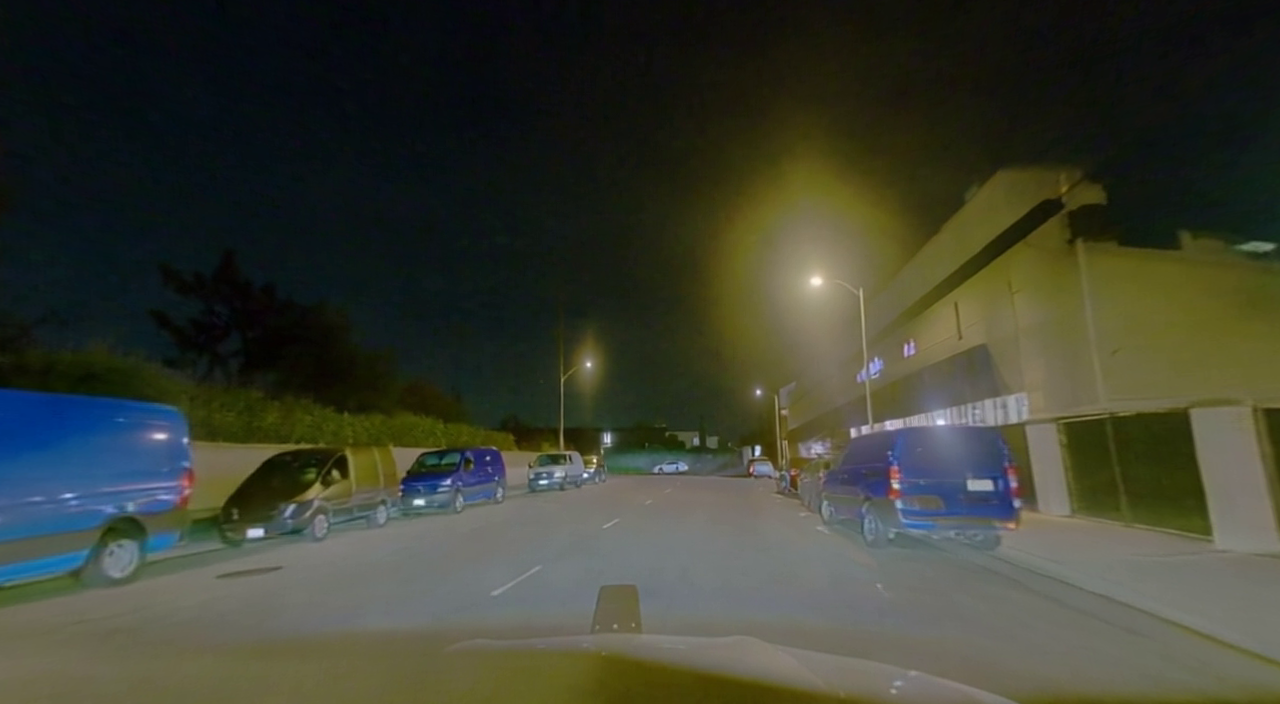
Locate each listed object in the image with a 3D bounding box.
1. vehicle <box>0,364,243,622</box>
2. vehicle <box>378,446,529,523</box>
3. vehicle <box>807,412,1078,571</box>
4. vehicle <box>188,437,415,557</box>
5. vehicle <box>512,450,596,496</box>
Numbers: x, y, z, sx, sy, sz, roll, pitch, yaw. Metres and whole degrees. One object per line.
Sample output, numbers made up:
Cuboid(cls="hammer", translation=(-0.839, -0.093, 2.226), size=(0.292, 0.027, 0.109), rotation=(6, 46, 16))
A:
Cuboid(cls="vehicle", translation=(-6.952, 1.446, 6.383), size=(2.435, 2.308, 4.937), rotation=(-5, -9, 5))
Cuboid(cls="vehicle", translation=(-5.290, 3.819, 19.032), size=(2.304, 1.937, 5.720), rotation=(-1, -9, 6))
Cuboid(cls="vehicle", translation=(4.706, 2.251, 11.222), size=(2.327, 2.021, 5.850), rotation=(-1, -9, 5))
Cuboid(cls="vehicle", translation=(-6.254, 2.657, 12.353), size=(1.857, 1.908, 4.081), rotation=(-1, -9, 5))
Cuboid(cls="vehicle", translation=(-3.908, 5.679, 30.104), size=(2.504, 1.919, 5.658), rotation=(-1, -9, 8))
